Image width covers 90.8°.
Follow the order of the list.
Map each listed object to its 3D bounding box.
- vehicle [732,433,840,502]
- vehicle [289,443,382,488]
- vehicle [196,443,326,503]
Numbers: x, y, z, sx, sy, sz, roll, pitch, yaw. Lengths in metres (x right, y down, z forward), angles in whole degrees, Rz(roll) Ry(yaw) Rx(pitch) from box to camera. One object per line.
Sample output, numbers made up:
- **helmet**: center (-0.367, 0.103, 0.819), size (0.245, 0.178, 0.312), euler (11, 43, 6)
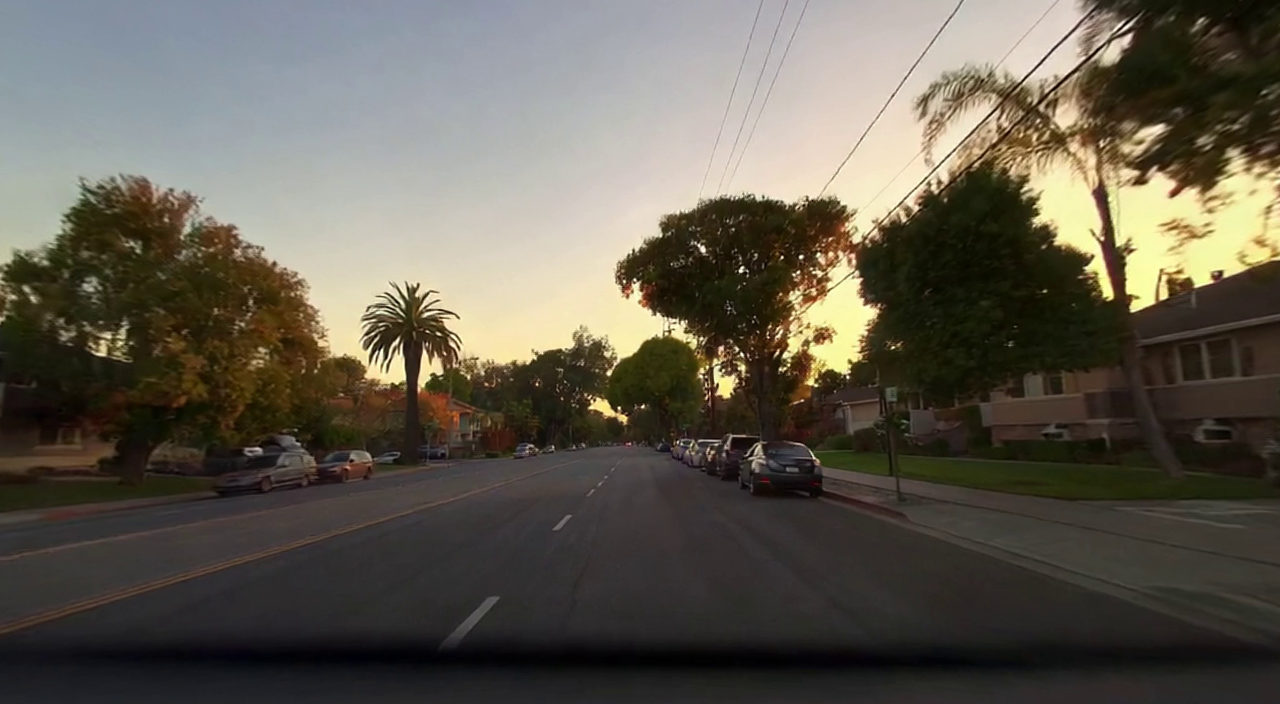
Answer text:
- **vehicle**: center (3.644, 2.975, 16.642), size (1.981, 1.546, 4.372), euler (0, -9, 3)
- **vehicle**: center (-13.760, 5.113, 28.916), size (1.926, 1.790, 4.494), euler (0, -7, 1)
- **vehicle**: center (-13.706, 4.338, 23.244), size (2.047, 1.783, 4.572), euler (-1, -7, -1)
